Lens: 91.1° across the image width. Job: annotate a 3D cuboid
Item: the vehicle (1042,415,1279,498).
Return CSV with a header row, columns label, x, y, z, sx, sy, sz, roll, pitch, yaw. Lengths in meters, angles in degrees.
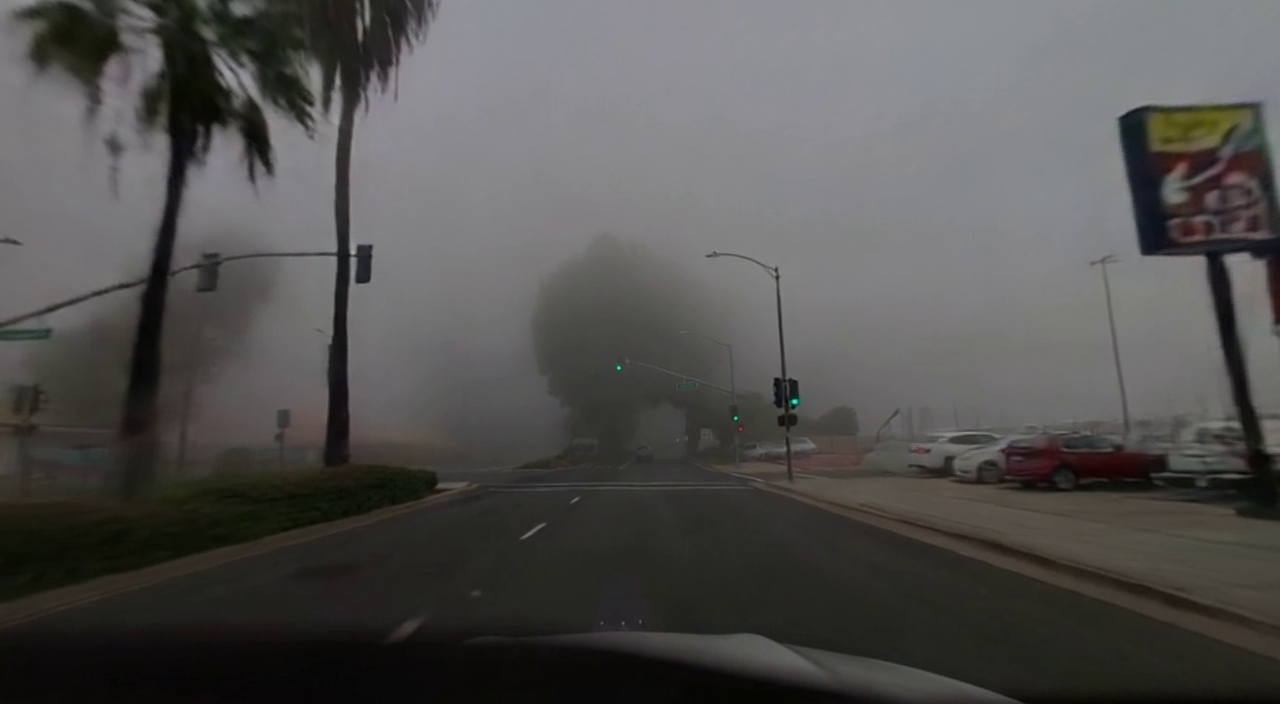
label,x,y,z,sx,sy,sz,roll,pitch,yaw
vehicle,11.540,2.264,13.691,4.273,1.628,1.865,0,-10,-4
